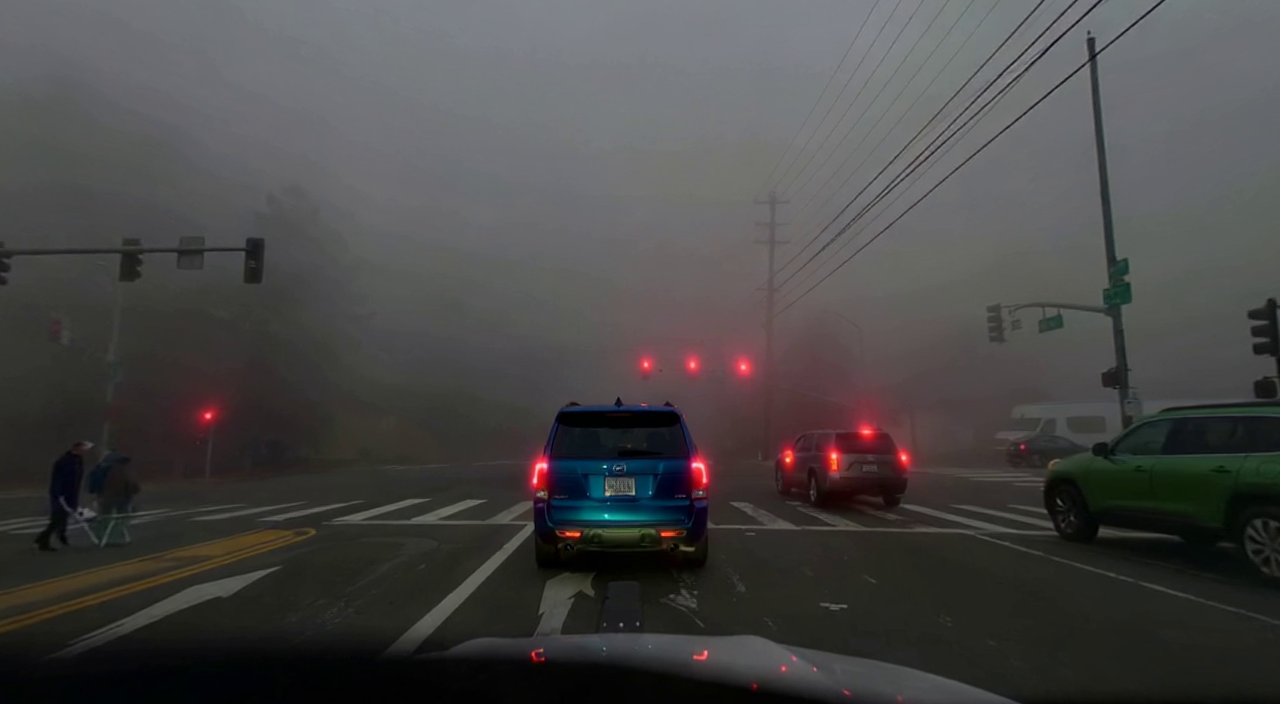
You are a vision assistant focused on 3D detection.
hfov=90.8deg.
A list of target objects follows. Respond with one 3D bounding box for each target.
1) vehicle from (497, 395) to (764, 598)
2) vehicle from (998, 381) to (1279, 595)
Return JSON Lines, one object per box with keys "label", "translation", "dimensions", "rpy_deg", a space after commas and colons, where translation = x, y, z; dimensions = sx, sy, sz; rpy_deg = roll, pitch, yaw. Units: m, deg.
{"label": "vehicle", "translation": [-0.108, 1.559, 7.635], "dimensions": [2.285, 1.729, 4.252], "rpy_deg": [0, -9, -1]}
{"label": "vehicle", "translation": [6.583, 1.437, 7.231], "dimensions": [2.119, 1.827, 4.806], "rpy_deg": [0, -9, 0]}
